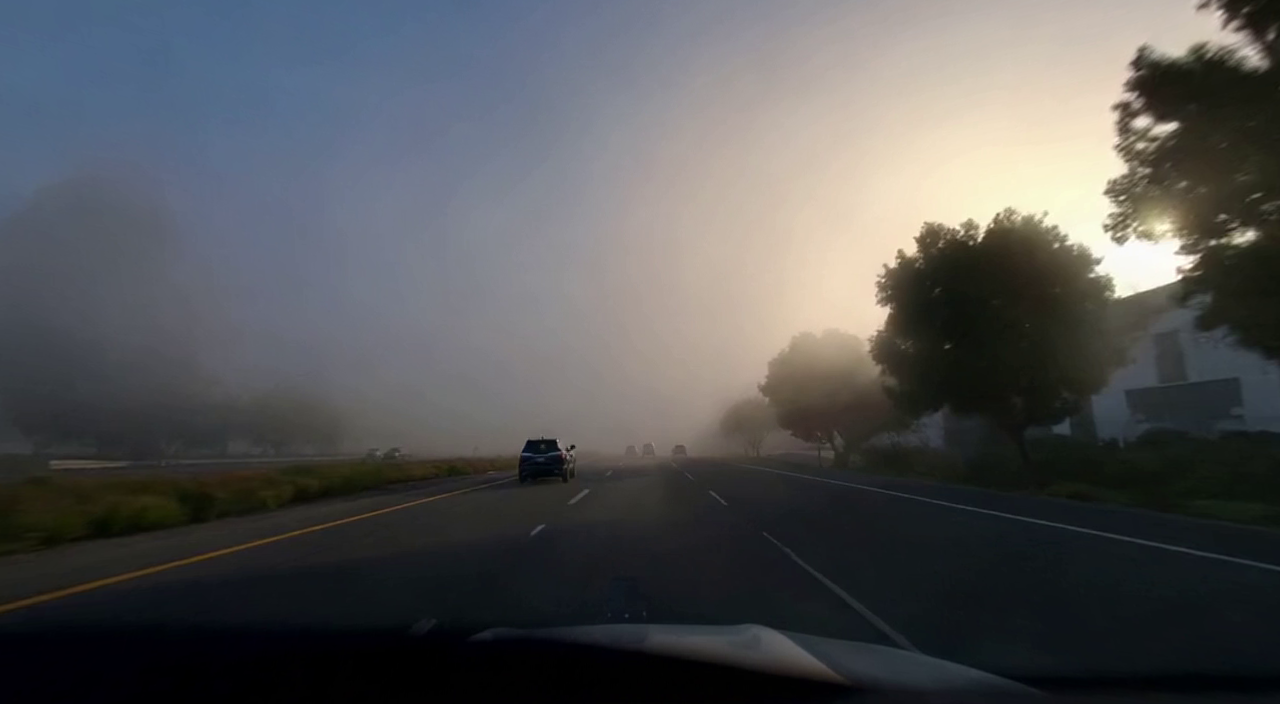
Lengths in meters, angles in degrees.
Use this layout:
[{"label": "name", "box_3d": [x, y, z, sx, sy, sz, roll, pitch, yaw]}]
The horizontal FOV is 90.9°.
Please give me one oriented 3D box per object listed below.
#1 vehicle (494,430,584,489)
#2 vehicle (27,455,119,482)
[{"label": "vehicle", "box_3d": [-3.433, 3.801, 22.484, 2.218, 1.850, 4.774, 0, -9, 2]}, {"label": "vehicle", "box_3d": [-31.772, 6.525, 35.482, 1.692, 1.333, 3.755, 0, -9, 0]}]
